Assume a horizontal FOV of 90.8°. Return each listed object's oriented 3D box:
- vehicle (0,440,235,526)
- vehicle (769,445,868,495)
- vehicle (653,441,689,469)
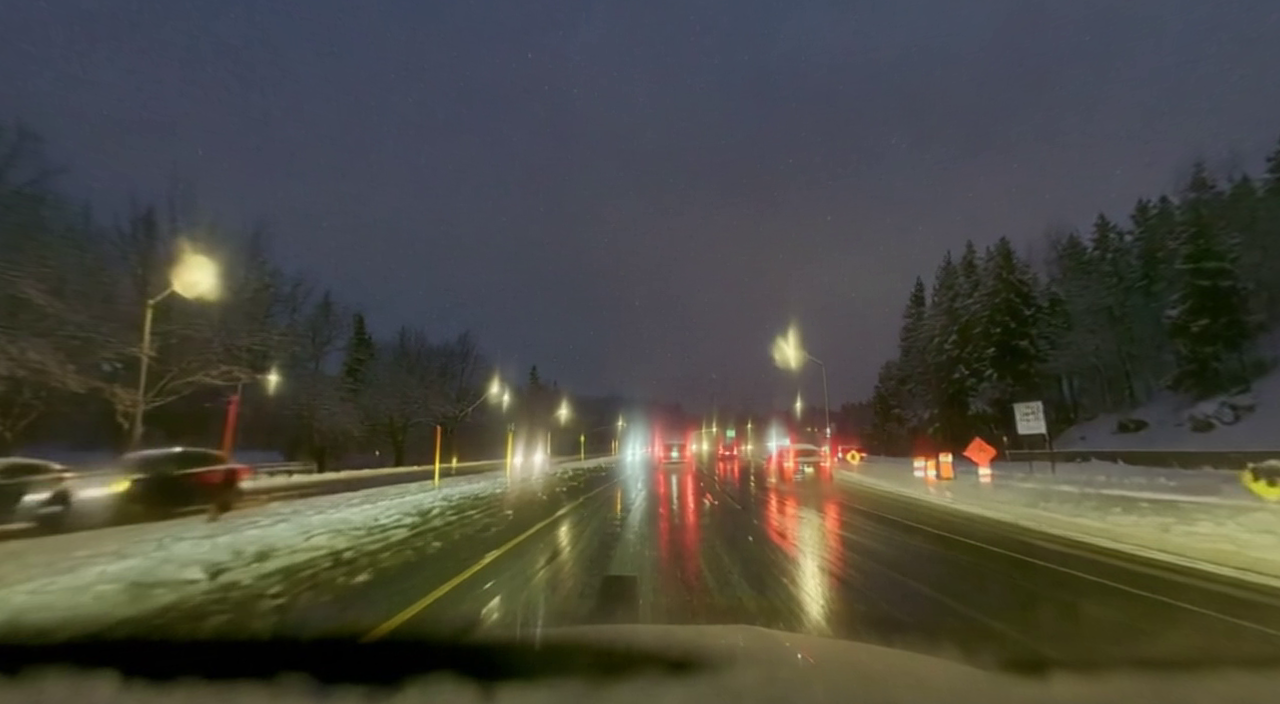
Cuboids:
[{"bbox_3d":[-11.982,2.957,14.848,1.957,1.688,4.315,0,-9,1],"label":"vehicle"},{"bbox_3d":[5.720,3.816,20.827,2.044,1.474,4.083,0,-9,-1],"label":"vehicle"},{"bbox_3d":[1.989,6.662,41.141,2.201,1.676,4.541,-1,-9,2],"label":"vehicle"}]
